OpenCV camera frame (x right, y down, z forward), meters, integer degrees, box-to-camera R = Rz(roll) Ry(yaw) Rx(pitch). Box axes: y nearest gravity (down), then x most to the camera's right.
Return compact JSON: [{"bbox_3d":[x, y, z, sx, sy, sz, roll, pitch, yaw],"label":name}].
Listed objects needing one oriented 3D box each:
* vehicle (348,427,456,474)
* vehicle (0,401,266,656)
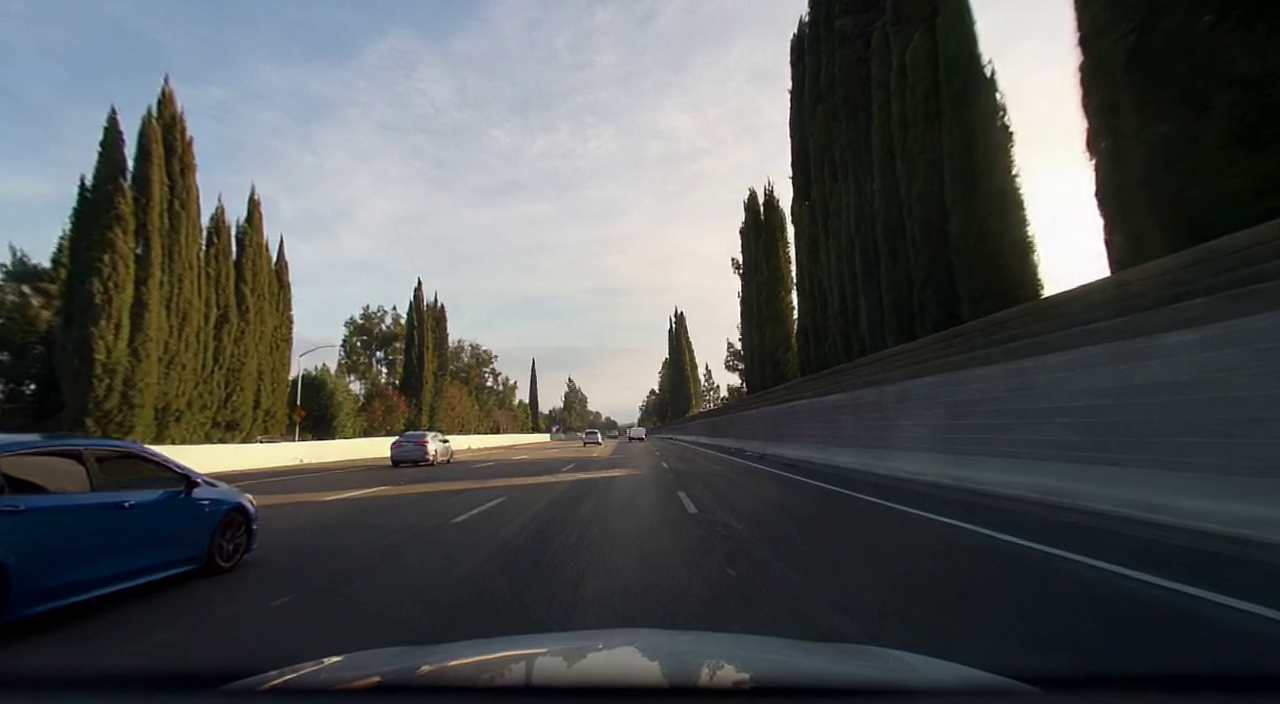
[{"bbox_3d":[-8.748,3.656,23.661,2.053,1.582,4.878,0,-8,1],"label":"vehicle"},{"bbox_3d":[-4.830,1.123,4.297,2.079,1.500,3.881,0,-8,1],"label":"vehicle"}]
